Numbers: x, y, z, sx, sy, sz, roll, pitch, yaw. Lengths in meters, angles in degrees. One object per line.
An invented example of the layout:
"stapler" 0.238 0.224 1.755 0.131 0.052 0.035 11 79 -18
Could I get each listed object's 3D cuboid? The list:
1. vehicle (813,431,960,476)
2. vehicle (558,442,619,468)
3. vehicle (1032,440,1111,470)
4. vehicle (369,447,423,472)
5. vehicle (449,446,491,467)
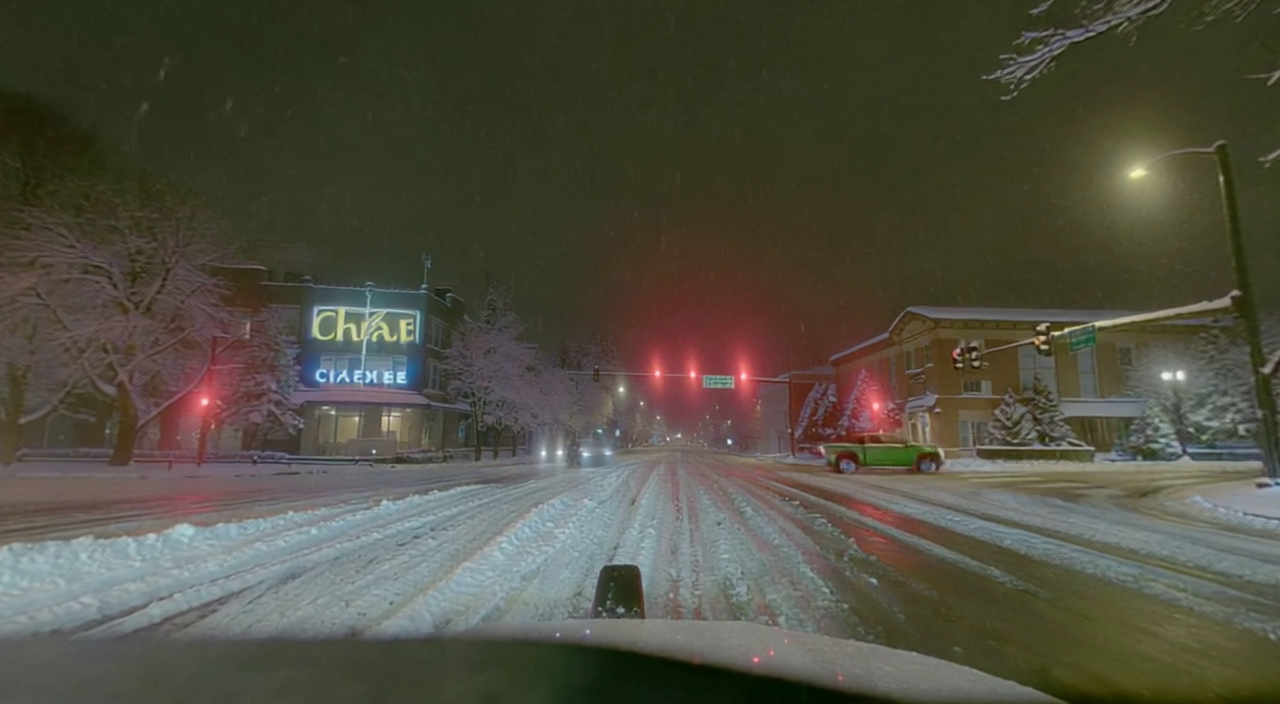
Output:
"vehicle" 10.969 4.566 28.512 5.667 1.927 2.289 0 -9 3
"vehicle" -3.182 6.254 38.460 1.879 1.464 4.457 5 -10 -31
"vehicle" 26.365 6.266 38.558 4.541 1.731 2.007 5 -10 -28
"vehicle" -16.245 7.144 42.254 1.883 1.586 4.297 0 -9 0
"vehicle" -12.605 7.760 47.082 1.946 1.474 4.008 0 -9 0
